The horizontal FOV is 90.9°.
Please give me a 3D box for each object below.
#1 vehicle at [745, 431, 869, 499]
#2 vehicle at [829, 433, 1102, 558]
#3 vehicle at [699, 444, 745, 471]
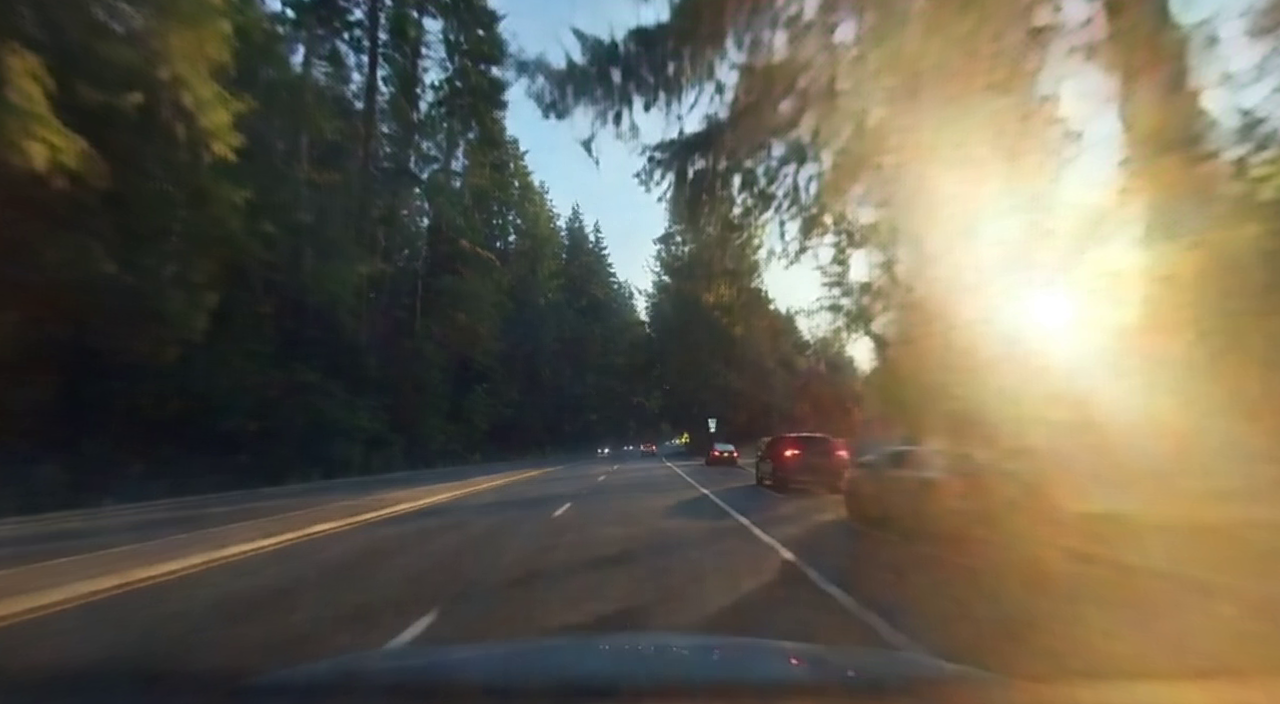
[{"bbox_3d":[4.687,3.258,18.628,2.205,1.728,4.855,0,-8,-1],"label":"vehicle"},{"bbox_3d":[4.726,2.121,10.184,1.920,1.514,4.746,0,-8,1],"label":"vehicle"},{"bbox_3d":[4.850,6.324,38.015,2.184,1.496,4.615,0,-8,0],"label":"vehicle"}]
